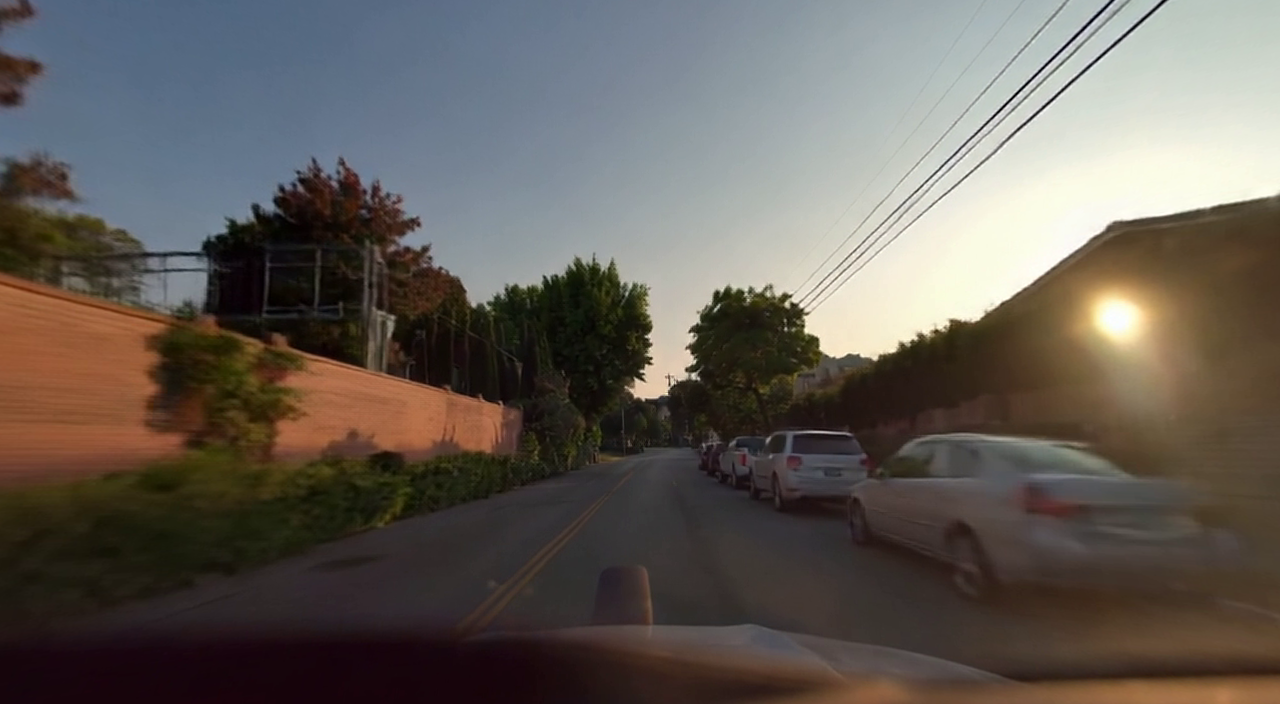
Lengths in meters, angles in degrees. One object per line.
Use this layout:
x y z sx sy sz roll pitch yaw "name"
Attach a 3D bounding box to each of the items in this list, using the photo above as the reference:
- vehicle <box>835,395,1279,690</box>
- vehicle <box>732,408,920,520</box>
3.770 1.485 6.354 2.048 1.596 5.543 3 -8 2 "vehicle"
3.718 2.520 14.285 2.518 1.943 6.415 0 -10 2 "vehicle"
